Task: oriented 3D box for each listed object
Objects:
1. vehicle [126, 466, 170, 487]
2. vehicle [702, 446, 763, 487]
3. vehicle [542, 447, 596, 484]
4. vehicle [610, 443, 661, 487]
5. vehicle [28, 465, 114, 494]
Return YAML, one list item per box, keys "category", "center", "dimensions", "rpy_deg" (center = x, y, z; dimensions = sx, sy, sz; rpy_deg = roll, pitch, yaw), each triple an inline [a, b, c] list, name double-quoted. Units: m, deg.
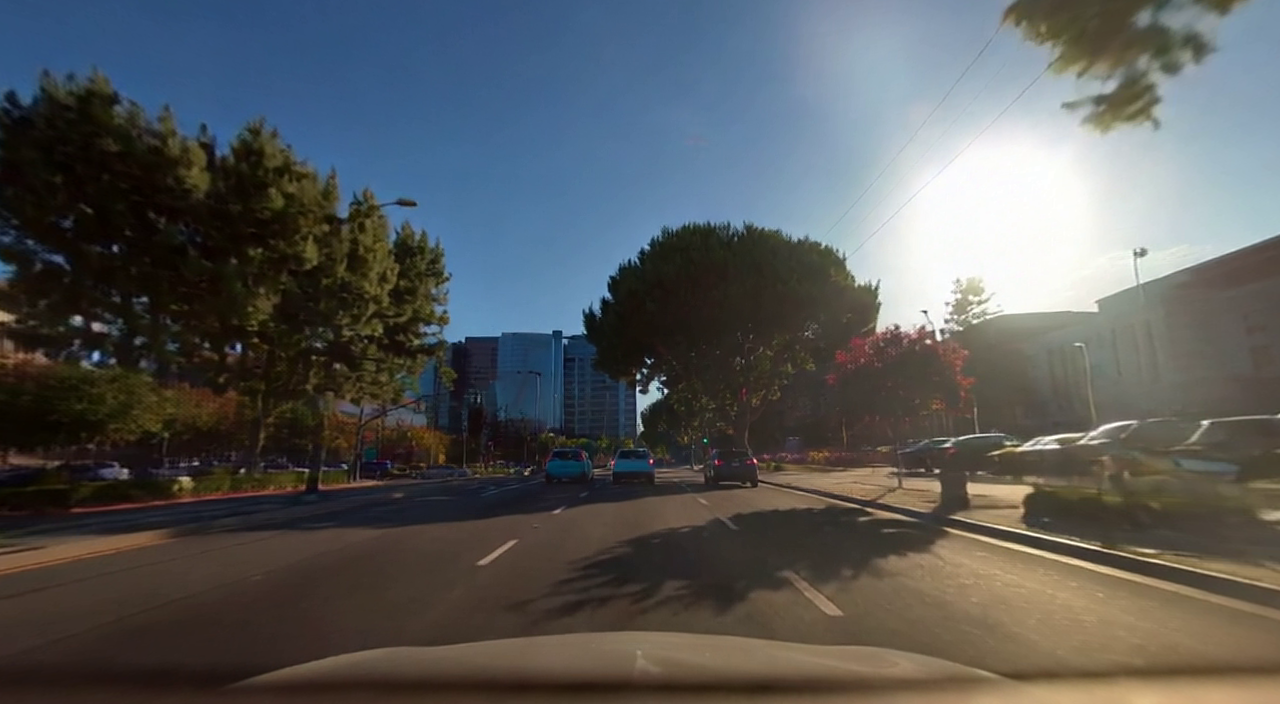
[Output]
- category: "vehicle"
  center: [-37.907, 9.587, 48.638]
  dimensions: [1.752, 1.396, 4.340]
  rpy_deg: [4, -10, -26]
- category: "vehicle"
  center: [3.749, 4.684, 26.109]
  dimensions: [1.847, 1.554, 4.052]
  rpy_deg: [0, -9, -1]
- category: "vehicle"
  center: [-3.485, 5.647, 31.840]
  dimensions: [2.047, 1.710, 4.314]
  rpy_deg: [0, -8, 2]
- category: "vehicle"
  center: [-0.166, 4.764, 26.925]
  dimensions: [2.022, 1.700, 4.084]
  rpy_deg: [0, -9, 1]
- category: "vehicle"
  center: [-32.663, 7.292, 36.374]
  dimensions: [1.742, 1.411, 4.415]
  rpy_deg: [2, -9, -14]
